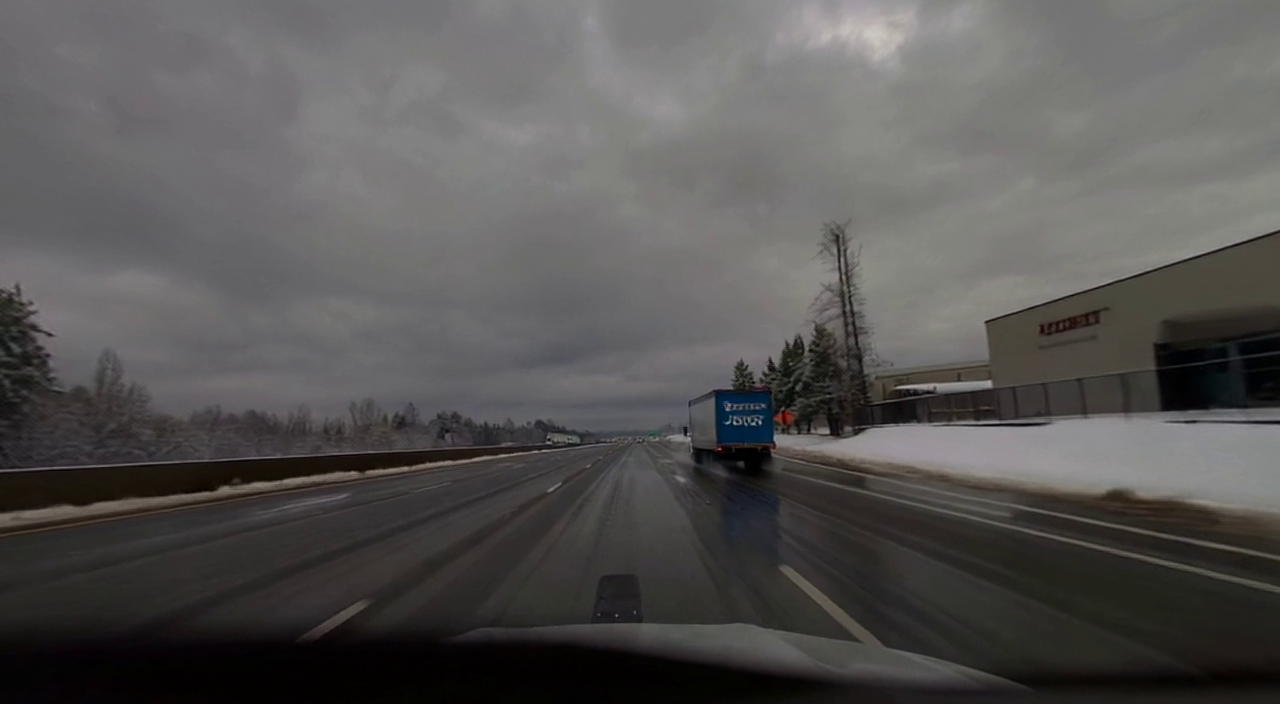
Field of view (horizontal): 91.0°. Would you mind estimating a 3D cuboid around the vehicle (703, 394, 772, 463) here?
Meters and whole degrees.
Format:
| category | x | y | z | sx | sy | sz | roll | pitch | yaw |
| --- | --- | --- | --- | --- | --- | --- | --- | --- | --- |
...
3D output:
| category | x | y | z | sx | sy | sz | roll | pitch | yaw |
| --- | --- | --- | --- | --- | --- | --- | --- | --- | --- |
| vehicle | 6.565 | 5.724 | 45.533 | 3.469 | 3.986 | 17.065 | -1 | -8 | 4 |
